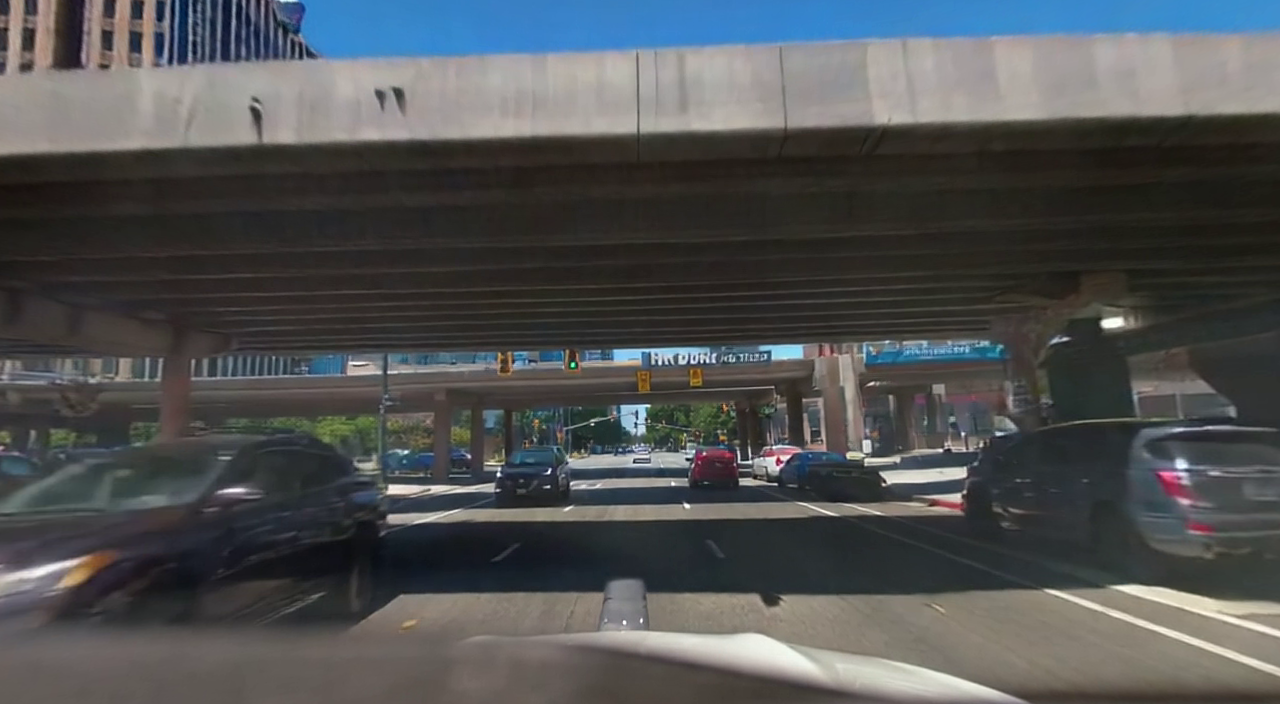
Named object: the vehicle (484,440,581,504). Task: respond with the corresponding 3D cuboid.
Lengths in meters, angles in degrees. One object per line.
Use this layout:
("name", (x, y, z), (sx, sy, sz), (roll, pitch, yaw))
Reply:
("vehicle", (-3.020, 3.468, 18.678), (2.076, 1.653, 4.152), (-1, -8, 1))

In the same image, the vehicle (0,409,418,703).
("vehicle", (-3.514, 1.359, 4.842), (2.137, 1.586, 4.201), (0, -8, -1))

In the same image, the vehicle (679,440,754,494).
("vehicle", (2.399, 3.727, 20.823), (1.947, 1.576, 3.825), (0, -8, 0))

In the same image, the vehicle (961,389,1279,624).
("vehicle", (6.277, 1.669, 7.805), (2.284, 2.048, 4.379), (-1, -8, 1))
